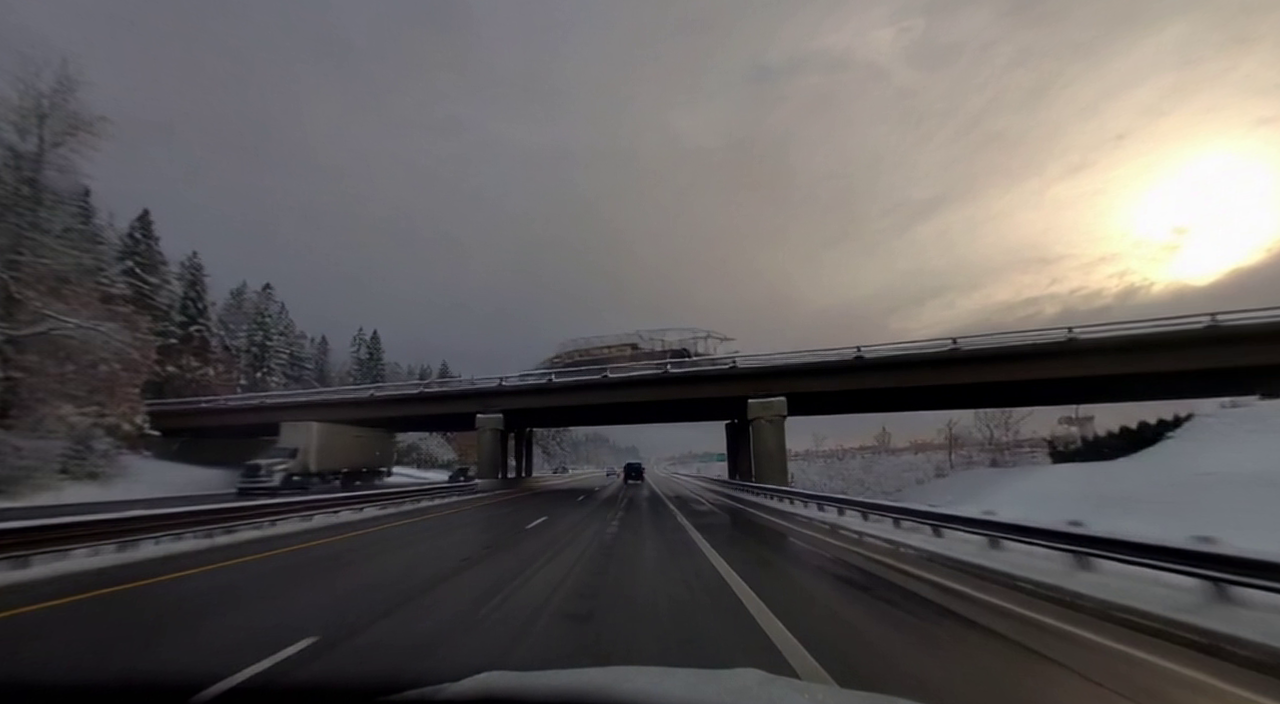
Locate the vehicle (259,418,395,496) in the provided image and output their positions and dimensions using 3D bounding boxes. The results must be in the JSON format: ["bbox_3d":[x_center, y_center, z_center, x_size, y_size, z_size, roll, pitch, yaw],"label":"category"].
[{"bbox_3d":[-17.587,6.170,36.491,2.960,3.849,9.487,1,-11,-1],"label":"vehicle"}]

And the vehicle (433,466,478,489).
[{"bbox_3d":[-13.131,8.965,45.179,1.855,1.474,4.335,1,-11,1],"label":"vehicle"}]
